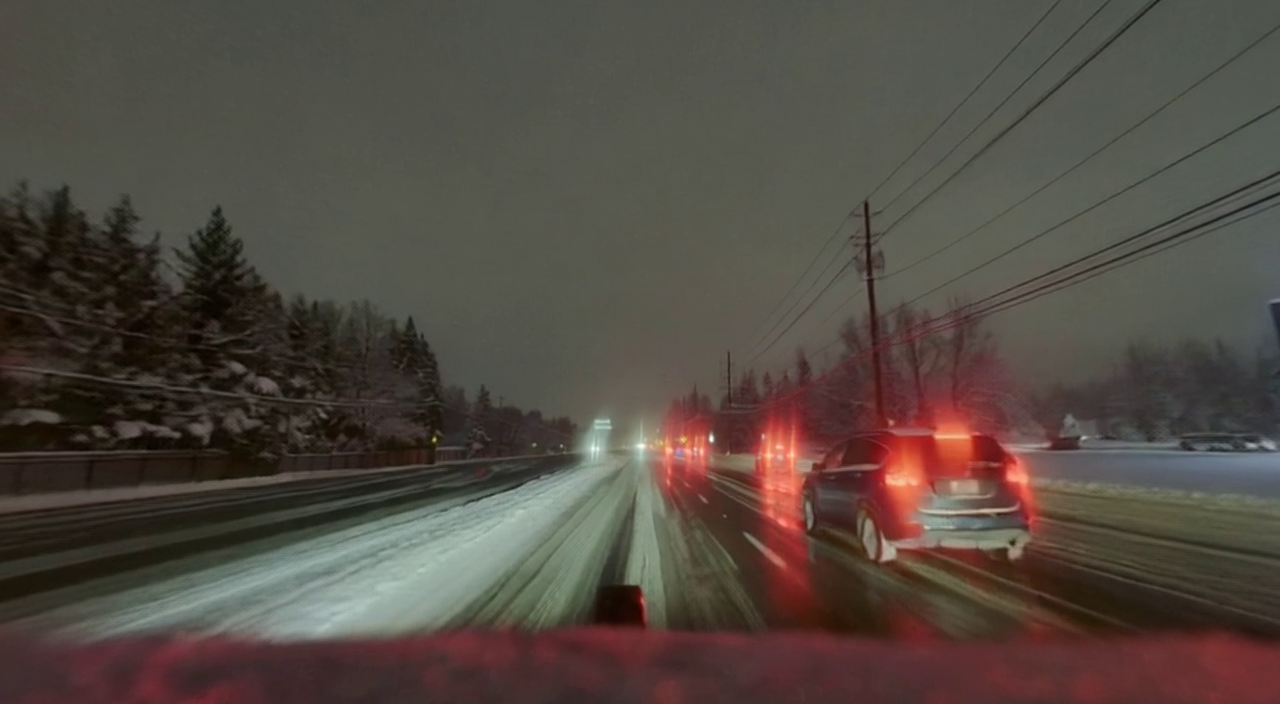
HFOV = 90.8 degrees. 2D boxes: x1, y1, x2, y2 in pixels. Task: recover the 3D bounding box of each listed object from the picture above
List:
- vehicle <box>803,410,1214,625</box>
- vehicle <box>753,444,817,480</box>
[{"bbox_3d":[3.424,1.597,7.057,2.078,1.668,4.078,0,-8,0],"label":"vehicle"},{"bbox_3d":[6.523,4.976,28.855,1.882,1.476,4.344,0,-8,0],"label":"vehicle"}]
